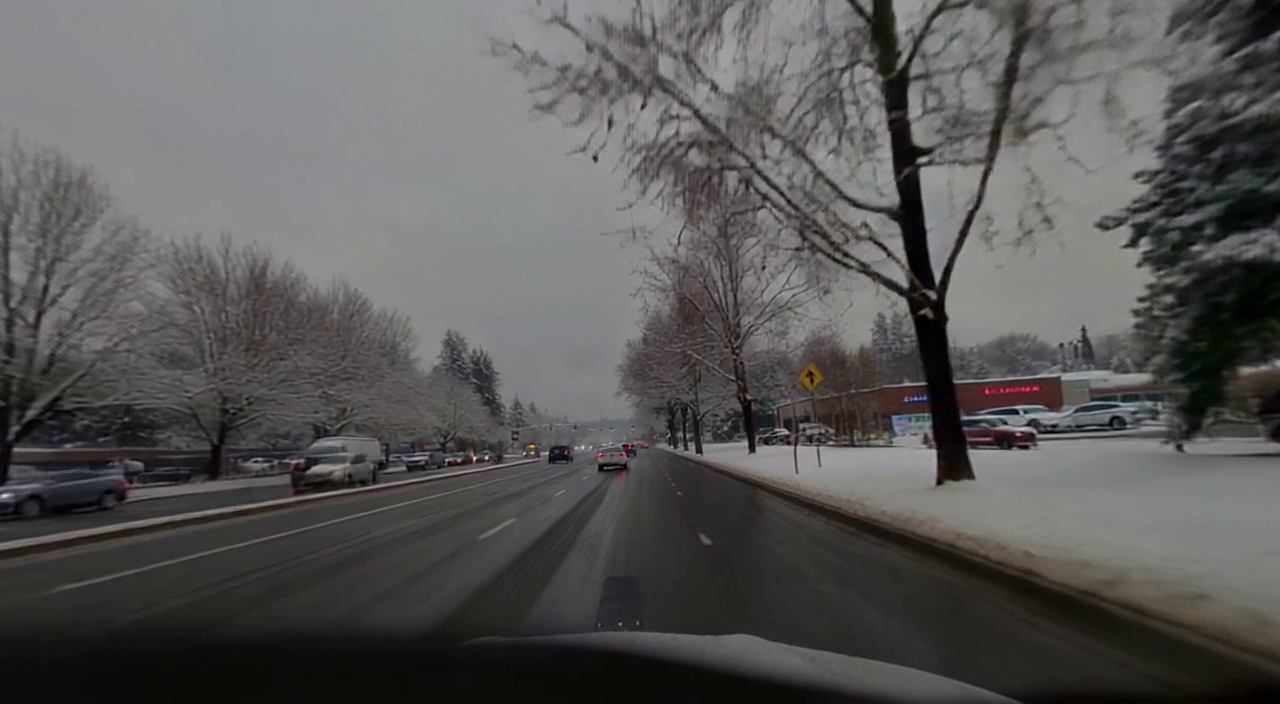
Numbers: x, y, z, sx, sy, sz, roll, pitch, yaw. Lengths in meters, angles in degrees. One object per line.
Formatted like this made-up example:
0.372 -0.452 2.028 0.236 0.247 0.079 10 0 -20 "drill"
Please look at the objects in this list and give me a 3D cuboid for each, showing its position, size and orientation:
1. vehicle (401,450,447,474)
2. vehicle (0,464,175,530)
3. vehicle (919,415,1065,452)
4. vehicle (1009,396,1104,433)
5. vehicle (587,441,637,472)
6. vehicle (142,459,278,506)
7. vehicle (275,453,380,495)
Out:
-16.416 8.365 48.288 2.016 1.598 4.545 -2 -8 -1 "vehicle"
-16.542 4.083 18.365 2.162 1.480 5.017 0 -8 1 "vehicle"
14.171 3.337 25.634 4.739 1.424 1.936 0 -8 0 "vehicle"
23.898 3.702 36.558 2.179 1.825 5.335 1 -9 4 "vehicle"
-1.382 5.503 33.484 2.235 1.500 4.420 0 -8 3 "vehicle"
-16.496 4.995 24.584 2.024 1.531 4.580 0 -8 0 "vehicle"
-12.632 4.914 25.927 2.013 1.498 4.474 0 -8 0 "vehicle"
